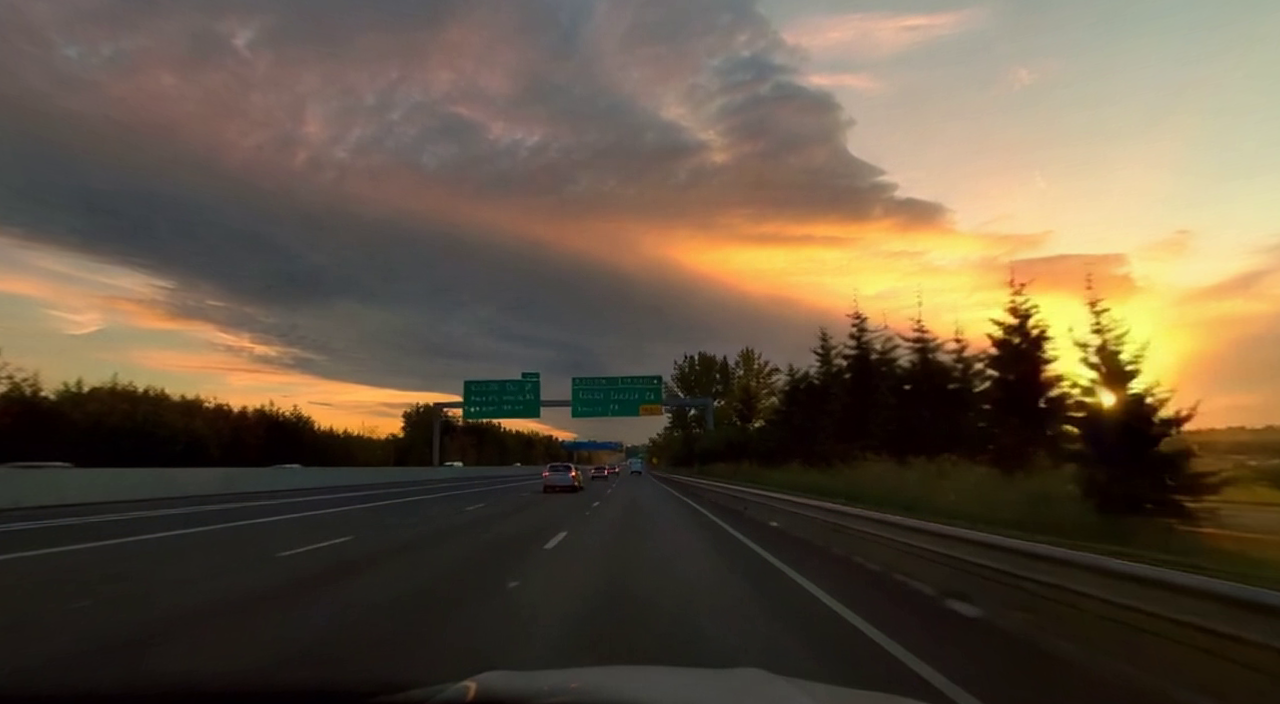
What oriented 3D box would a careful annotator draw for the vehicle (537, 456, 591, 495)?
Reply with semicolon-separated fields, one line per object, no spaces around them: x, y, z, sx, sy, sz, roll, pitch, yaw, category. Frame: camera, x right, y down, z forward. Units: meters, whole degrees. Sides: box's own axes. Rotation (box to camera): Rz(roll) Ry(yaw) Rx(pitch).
-3.483;5.756;29.526;2.092;1.642;3.895;1;-11;-1;vehicle

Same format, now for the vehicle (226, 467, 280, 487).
-29.069;9.400;47.398;1.706;1.394;3.719;1;-11;-2;vehicle
